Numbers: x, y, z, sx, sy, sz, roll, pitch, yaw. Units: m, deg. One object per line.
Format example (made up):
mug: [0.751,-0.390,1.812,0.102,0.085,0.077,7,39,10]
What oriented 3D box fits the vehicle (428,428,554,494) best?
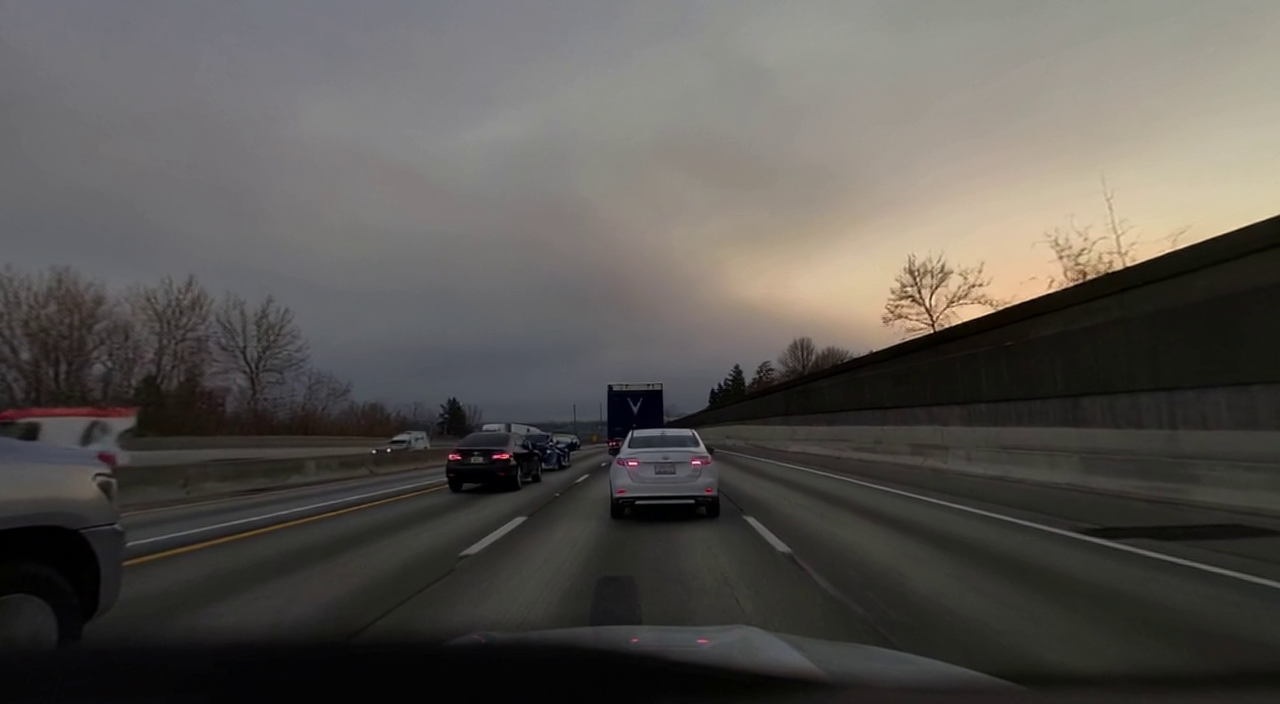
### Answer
vehicle: [-3.605,2.713,16.136,2.087,1.457,4.313,0,-8,2]

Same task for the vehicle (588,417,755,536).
vehicle: [0.430,1.856,10.051,2.089,1.485,4.153,0,-8,1]

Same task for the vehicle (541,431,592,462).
vehicle: [-3.621,4.735,31.656,1.980,1.491,3.655,0,-8,2]

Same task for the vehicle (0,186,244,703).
vehicle: [-4.022,0.316,1.408,2.386,2.435,5.831,0,-8,1]
